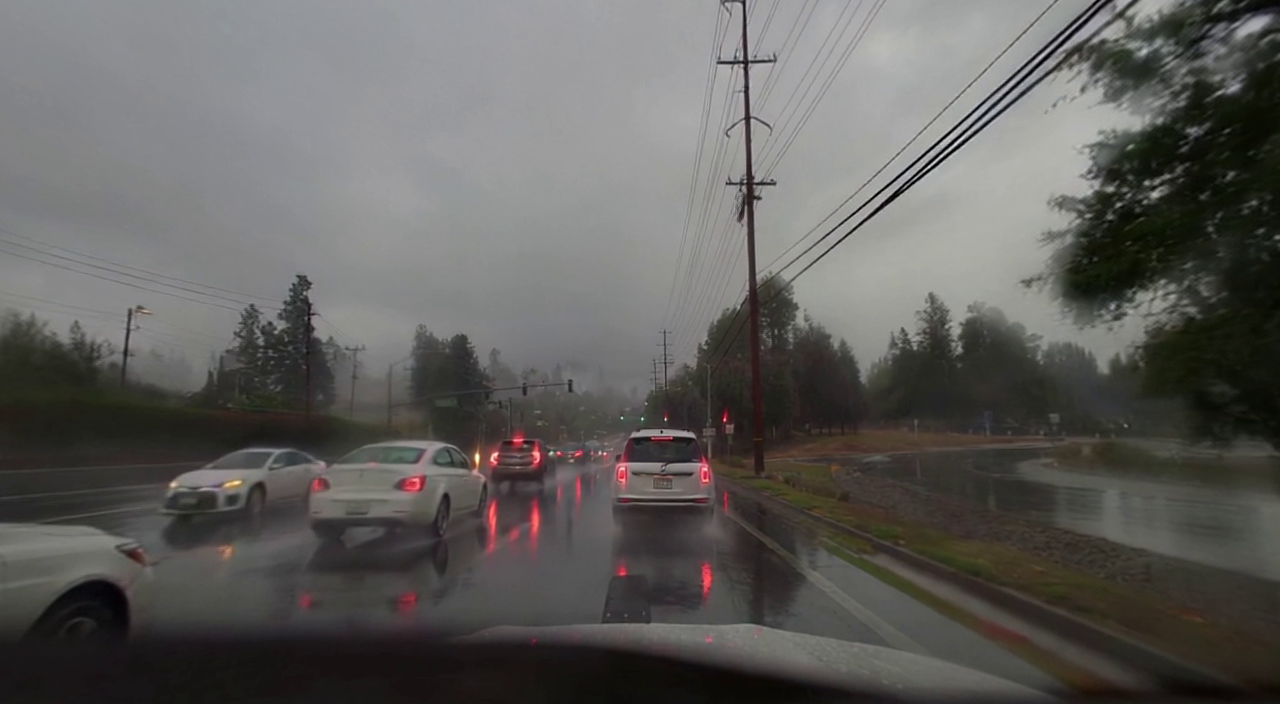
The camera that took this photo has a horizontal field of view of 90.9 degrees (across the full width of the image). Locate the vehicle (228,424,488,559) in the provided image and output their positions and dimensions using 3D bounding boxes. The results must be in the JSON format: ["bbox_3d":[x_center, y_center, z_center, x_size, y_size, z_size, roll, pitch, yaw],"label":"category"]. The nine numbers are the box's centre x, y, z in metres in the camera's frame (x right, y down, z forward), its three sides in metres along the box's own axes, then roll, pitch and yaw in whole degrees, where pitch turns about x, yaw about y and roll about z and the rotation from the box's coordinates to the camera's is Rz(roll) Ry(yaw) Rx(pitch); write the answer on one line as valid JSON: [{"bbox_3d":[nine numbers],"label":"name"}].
[{"bbox_3d":[-3.813,1.943,9.479,1.999,1.563,4.007,0,-9,1],"label":"vehicle"}]

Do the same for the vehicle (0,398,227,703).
[{"bbox_3d":[-3.782,0.803,1.704,2.051,1.488,4.806,0,-9,0],"label":"vehicle"}]

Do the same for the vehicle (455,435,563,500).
[{"bbox_3d":[-3.600,3.266,18.231,2.018,1.621,4.441,-1,-9,2],"label":"vehicle"}]

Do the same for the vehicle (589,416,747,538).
[{"bbox_3d":[0.431,2.050,10.860,2.205,1.691,3.937,0,-9,1],"label":"vehicle"}]
